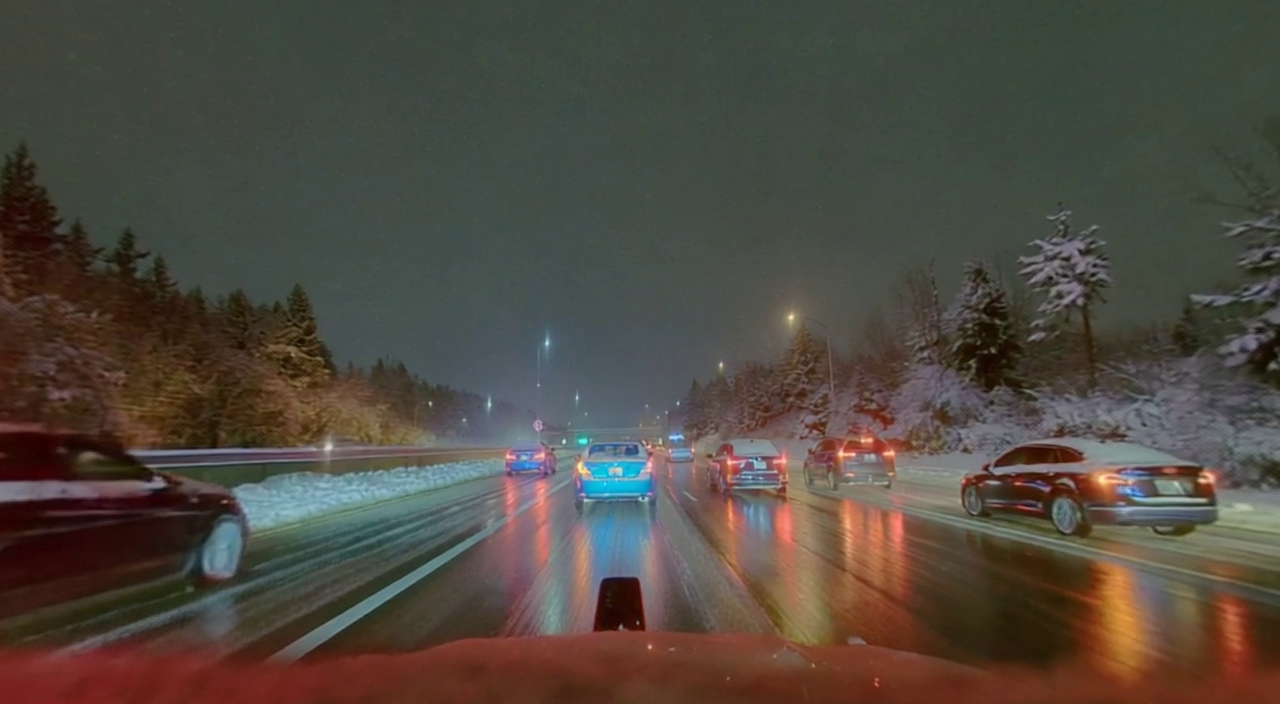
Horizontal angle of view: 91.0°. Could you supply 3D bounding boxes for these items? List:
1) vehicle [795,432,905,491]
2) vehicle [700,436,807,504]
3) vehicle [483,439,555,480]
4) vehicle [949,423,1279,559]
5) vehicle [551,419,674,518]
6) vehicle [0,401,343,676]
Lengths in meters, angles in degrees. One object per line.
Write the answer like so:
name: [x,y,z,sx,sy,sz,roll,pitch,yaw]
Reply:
vehicle: [6.788,3.597,20.952,2.022,1.735,4.400,1,-9,-2]
vehicle: [2.818,3.046,16.644,1.975,1.532,4.227,1,-9,-1]
vehicle: [-4.941,4.479,26.477,2.071,1.537,4.912,1,-9,-1]
vehicle: [7.260,2.066,10.101,2.106,1.641,4.671,1,-9,-2]
vehicle: [-0.499,2.362,13.183,2.181,1.728,3.970,1,-9,-1]
vehicle: [-4.525,1.237,4.863,1.971,1.505,5.035,0,-9,0]
